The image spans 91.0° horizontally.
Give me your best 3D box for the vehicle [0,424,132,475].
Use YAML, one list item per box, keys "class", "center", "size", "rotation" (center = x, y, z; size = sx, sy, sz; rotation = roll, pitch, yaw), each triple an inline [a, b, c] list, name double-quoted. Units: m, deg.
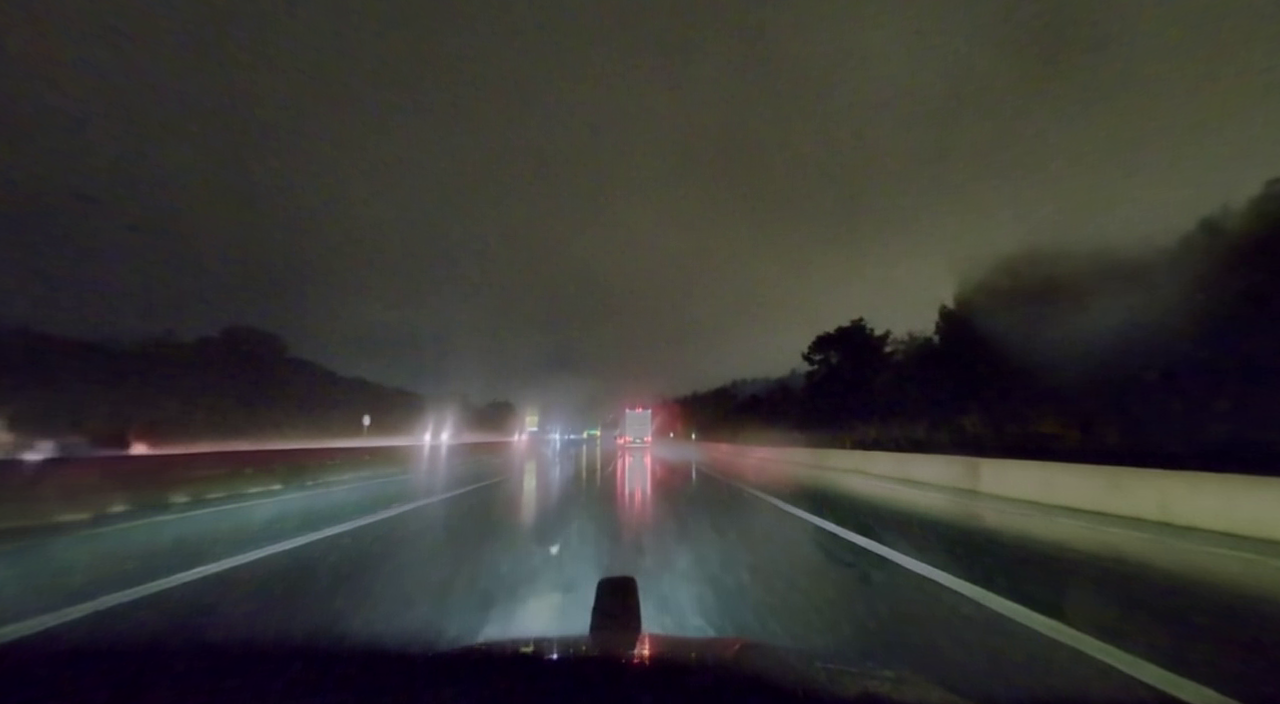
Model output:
- class: "vehicle"
  center: [-19.075, 3.097, 20.151]
  size: [1.839, 1.447, 4.563]
  rotation: [-1, -8, -1]
